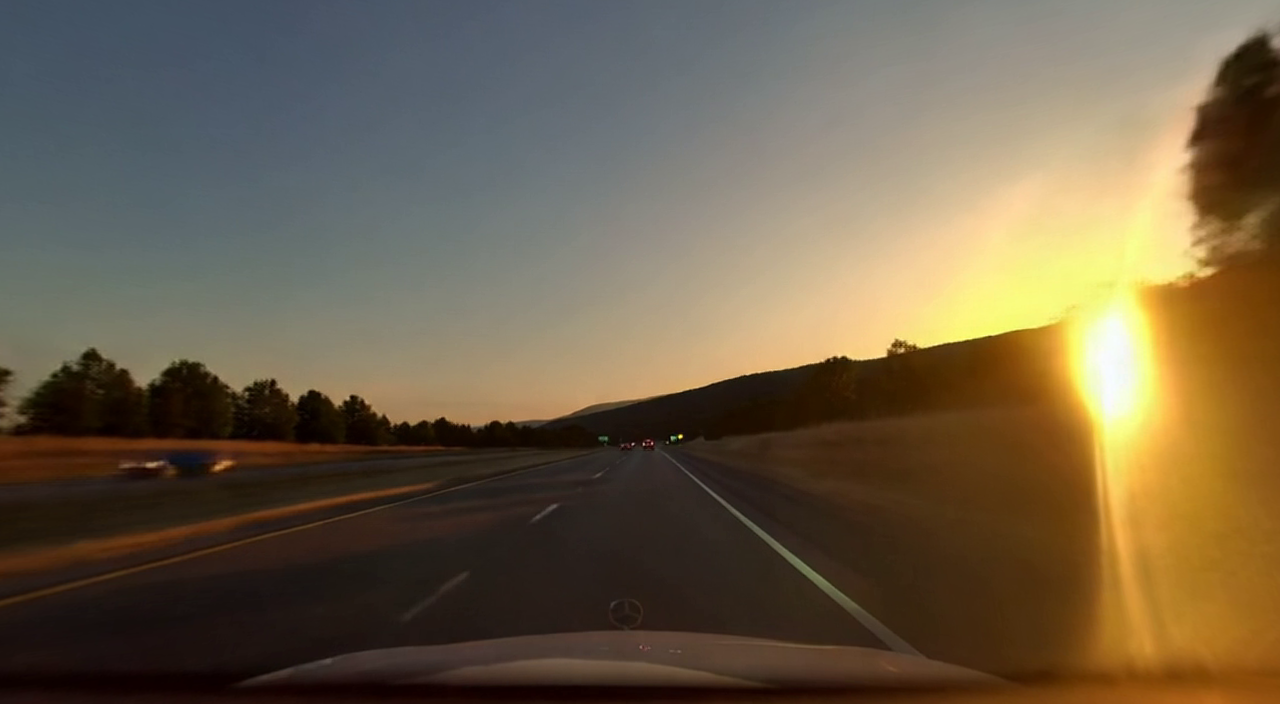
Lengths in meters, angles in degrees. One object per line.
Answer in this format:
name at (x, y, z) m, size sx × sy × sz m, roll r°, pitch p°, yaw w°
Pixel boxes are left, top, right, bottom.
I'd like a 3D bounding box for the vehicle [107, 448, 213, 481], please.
vehicle at (-22.050, 5.153, 29.175) m, size 1.834 × 1.393 × 3.869 m, roll 0°, pitch -8°, yaw 0°
